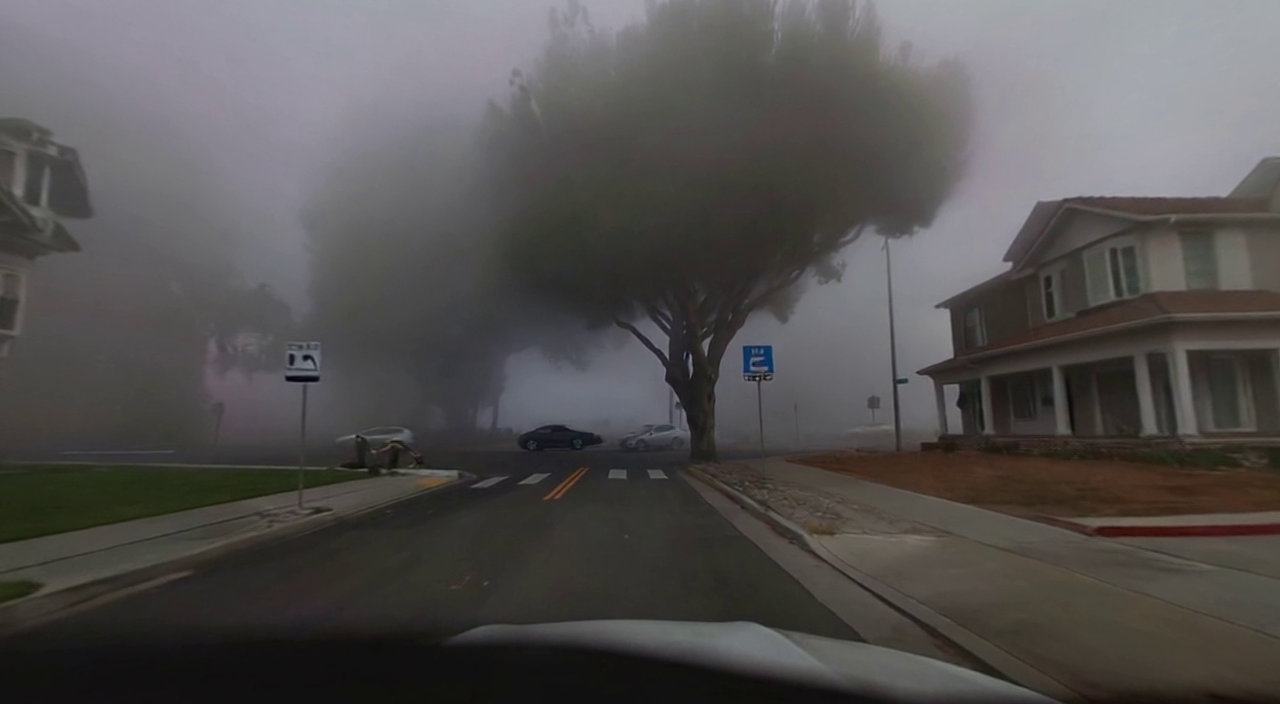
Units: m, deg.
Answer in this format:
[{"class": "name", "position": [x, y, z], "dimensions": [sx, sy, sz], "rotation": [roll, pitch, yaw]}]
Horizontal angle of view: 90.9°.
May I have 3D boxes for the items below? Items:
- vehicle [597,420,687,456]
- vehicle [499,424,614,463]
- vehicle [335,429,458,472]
[{"class": "vehicle", "position": [0.122, 4.973, 36.612], "dimensions": [4.863, 1.953, 2.022], "rotation": [3, -8, -24]}, {"class": "vehicle", "position": [-4.115, 4.503, 31.187], "dimensions": [5.181, 1.768, 2.139], "rotation": [3, -8, -26]}, {"class": "vehicle", "position": [-10.239, 4.166, 26.842], "dimensions": [4.639, 1.700, 2.002], "rotation": [2, -8, -17]}]
